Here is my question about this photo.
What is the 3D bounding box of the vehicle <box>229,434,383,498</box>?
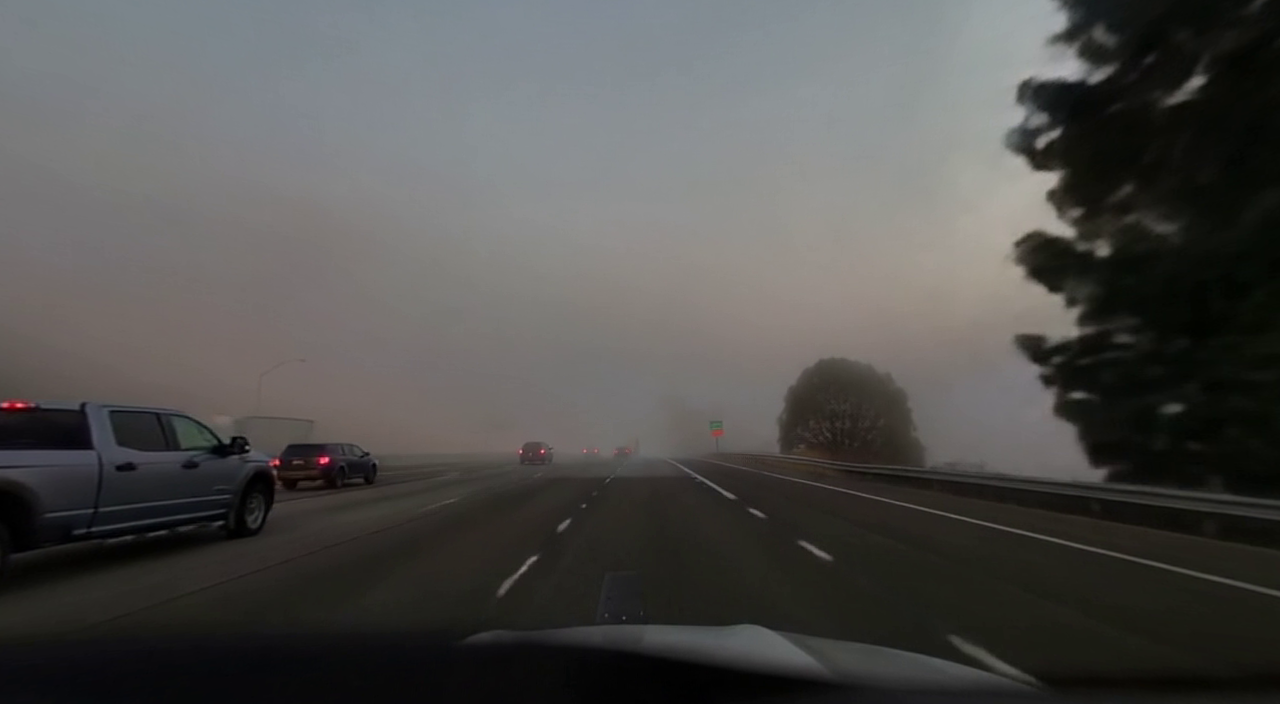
[{"bbox_3d":[-9.691,3.321,18.818,2.060,1.662,4.469,0,-8,1],"label":"vehicle"}]

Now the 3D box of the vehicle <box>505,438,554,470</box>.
[{"bbox_3d":[-6.318,5.880,36.589,2.009,1.735,4.358,0,-8,1],"label":"vehicle"}]

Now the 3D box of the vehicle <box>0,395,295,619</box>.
[{"bbox_3d":[-6.312,1.389,6.104,2.403,1.773,6.276,0,-8,0],"label":"vehicle"}]
